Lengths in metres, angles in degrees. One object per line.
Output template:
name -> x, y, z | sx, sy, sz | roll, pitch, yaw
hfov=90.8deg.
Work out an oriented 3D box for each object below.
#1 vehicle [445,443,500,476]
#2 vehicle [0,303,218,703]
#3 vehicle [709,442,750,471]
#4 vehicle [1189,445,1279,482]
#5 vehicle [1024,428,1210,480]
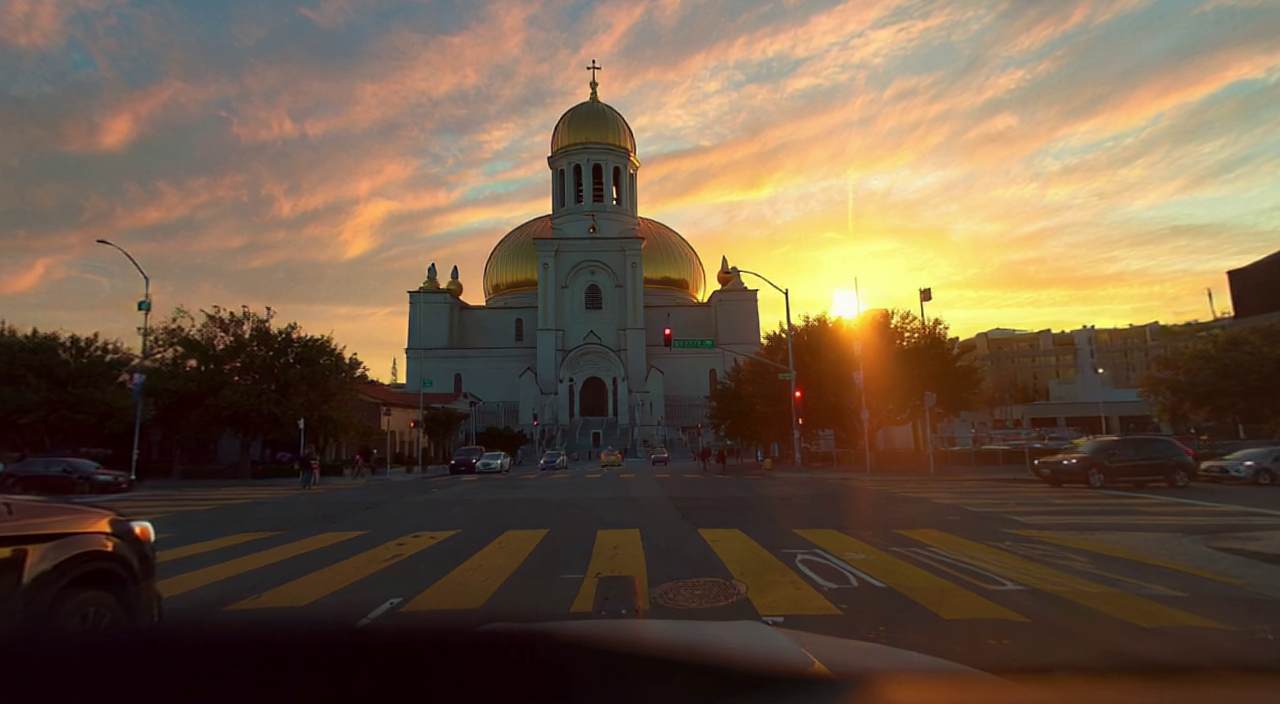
vehicle -> -10.236, 6.594, 38.971 | 2.076, 1.876, 4.669 | 0, -8, 1
vehicle -> -3.880, 0.574, 1.101 | 2.251, 2.009, 5.688 | 0, -8, 1
vehicle -> 5.825, 6.810, 41.504 | 1.969, 1.776, 4.329 | 0, -8, -1
vehicle -> 26.382, 4.674, 26.683 | 4.561, 1.475, 1.850 | 0, -8, 0
vehicle -> 19.875, 4.271, 26.578 | 5.852, 2.057, 2.361 | 0, -8, 0
